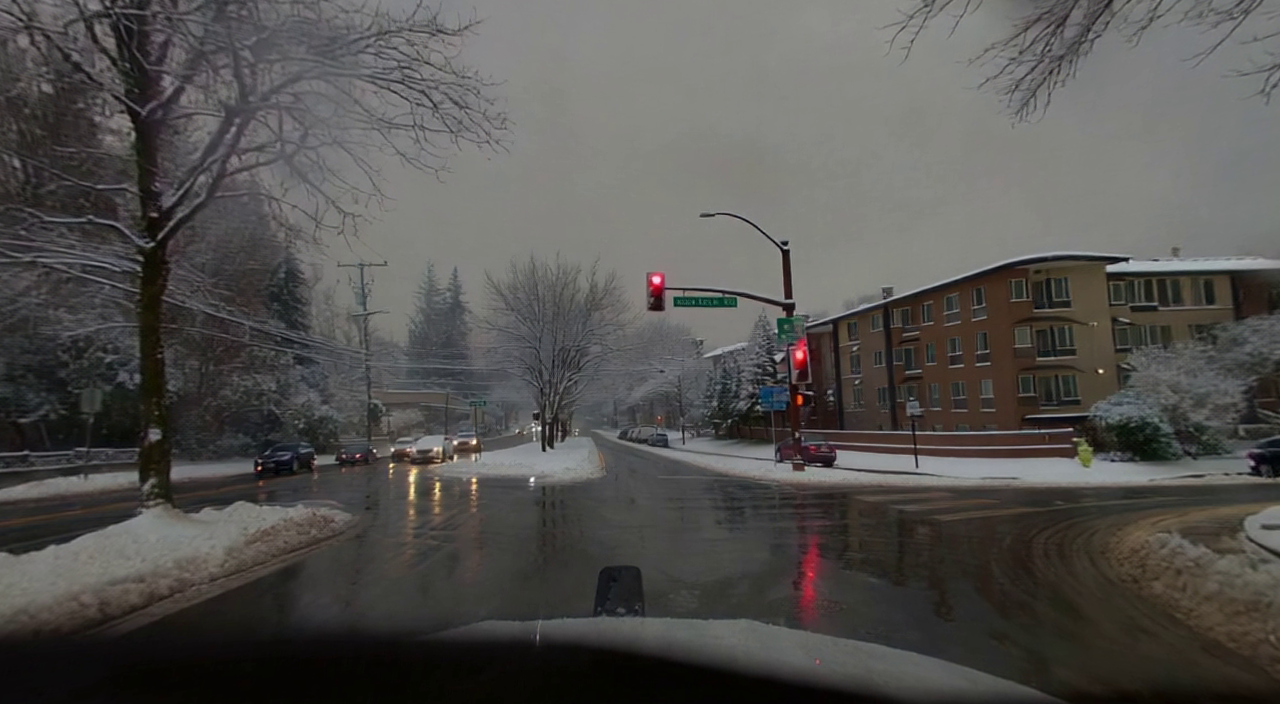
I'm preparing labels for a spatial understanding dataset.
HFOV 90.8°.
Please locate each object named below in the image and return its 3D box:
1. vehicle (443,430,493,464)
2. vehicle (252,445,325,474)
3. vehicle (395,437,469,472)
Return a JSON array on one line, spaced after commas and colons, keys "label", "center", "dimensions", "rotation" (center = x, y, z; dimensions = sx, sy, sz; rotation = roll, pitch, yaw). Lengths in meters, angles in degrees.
[{"label": "vehicle", "center": [-9.782, 5.456, 36.174], "dimensions": [1.910, 1.818, 4.057], "rotation": [0, -9, -3]}, {"label": "vehicle", "center": [-21.062, 6.468, 38.107], "dimensions": [1.981, 1.628, 4.336], "rotation": [0, -9, -1]}, {"label": "vehicle", "center": [-9.673, 4.797, 29.785], "dimensions": [2.116, 1.521, 4.294], "rotation": [0, -9, -2]}]
